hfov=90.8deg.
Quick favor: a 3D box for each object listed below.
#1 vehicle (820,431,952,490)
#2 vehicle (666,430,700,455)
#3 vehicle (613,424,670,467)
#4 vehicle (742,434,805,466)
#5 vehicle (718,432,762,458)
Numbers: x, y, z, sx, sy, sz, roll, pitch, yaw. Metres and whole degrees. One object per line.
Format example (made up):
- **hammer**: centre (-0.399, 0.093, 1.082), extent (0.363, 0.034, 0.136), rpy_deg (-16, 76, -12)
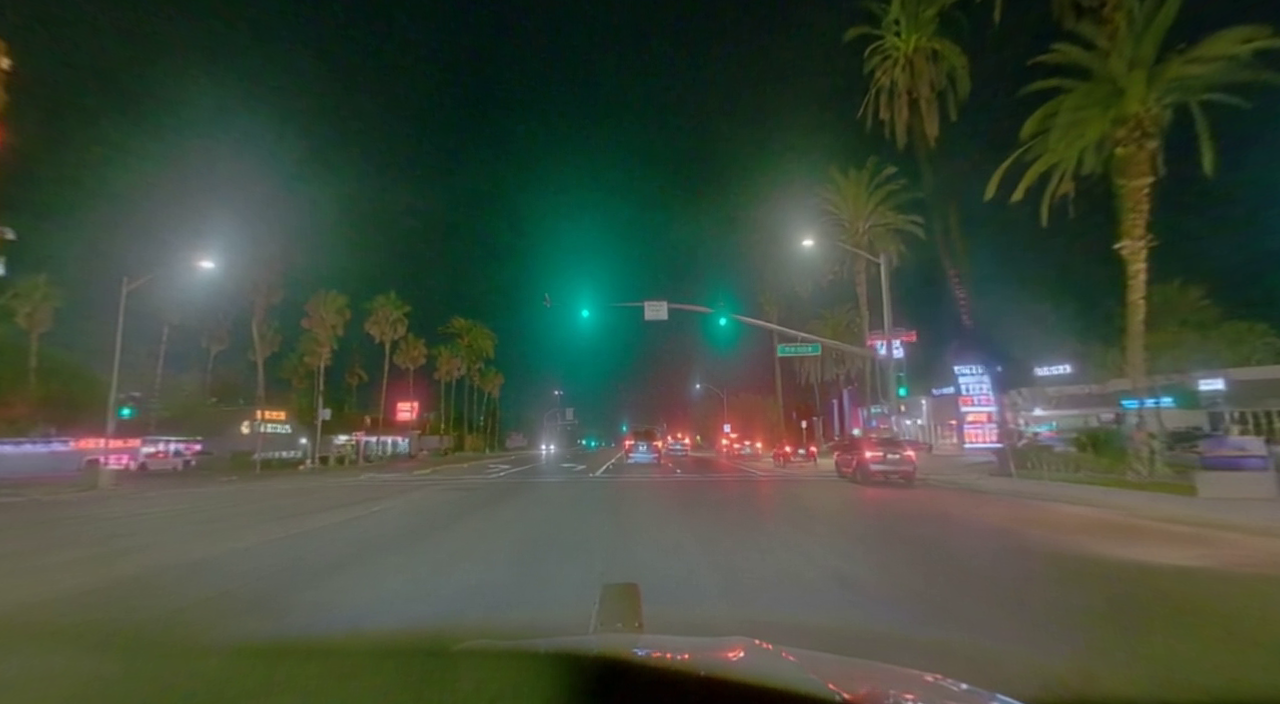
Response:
- **vehicle**: centre (6.823, 3.060, 18.133), extent (1.902, 1.461, 4.428), rpy_deg (0, -8, -1)
- **vehicle**: centre (3.285, 7.039, 49.067), extent (2.187, 1.777, 4.444), rpy_deg (0, -8, -2)
- **vehicle**: centre (0.028, 4.316, 29.157), extent (2.428, 1.816, 4.959), rpy_deg (0, -8, -1)
- **vehicle**: centre (6.653, 4.944, 32.093), extent (2.038, 1.476, 5.032), rpy_deg (0, -8, -1)
- **vehicle**: centre (6.733, 6.304, 42.870), extent (2.100, 1.675, 4.536), rpy_deg (0, -8, -2)
